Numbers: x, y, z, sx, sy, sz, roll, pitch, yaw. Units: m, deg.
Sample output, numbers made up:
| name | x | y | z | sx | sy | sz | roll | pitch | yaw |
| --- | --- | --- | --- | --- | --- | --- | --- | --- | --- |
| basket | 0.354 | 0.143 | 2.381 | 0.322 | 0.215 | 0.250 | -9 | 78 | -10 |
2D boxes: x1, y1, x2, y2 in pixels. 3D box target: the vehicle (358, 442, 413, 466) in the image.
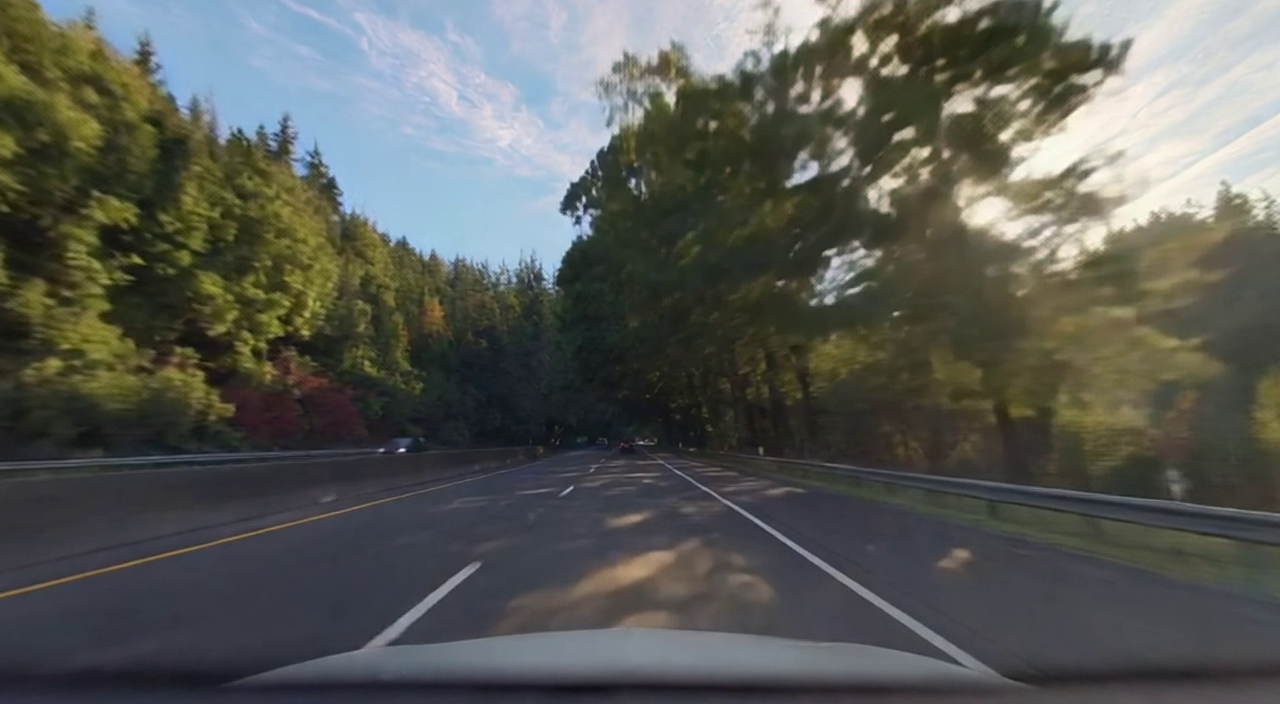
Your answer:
| name | x | y | z | sx | sy | sz | roll | pitch | yaw |
| --- | --- | --- | --- | --- | --- | --- | --- | --- | --- |
| vehicle | -16.760 | 6.694 | 41.625 | 1.890 | 1.480 | 4.241 | 0 | -8 | 0 |
